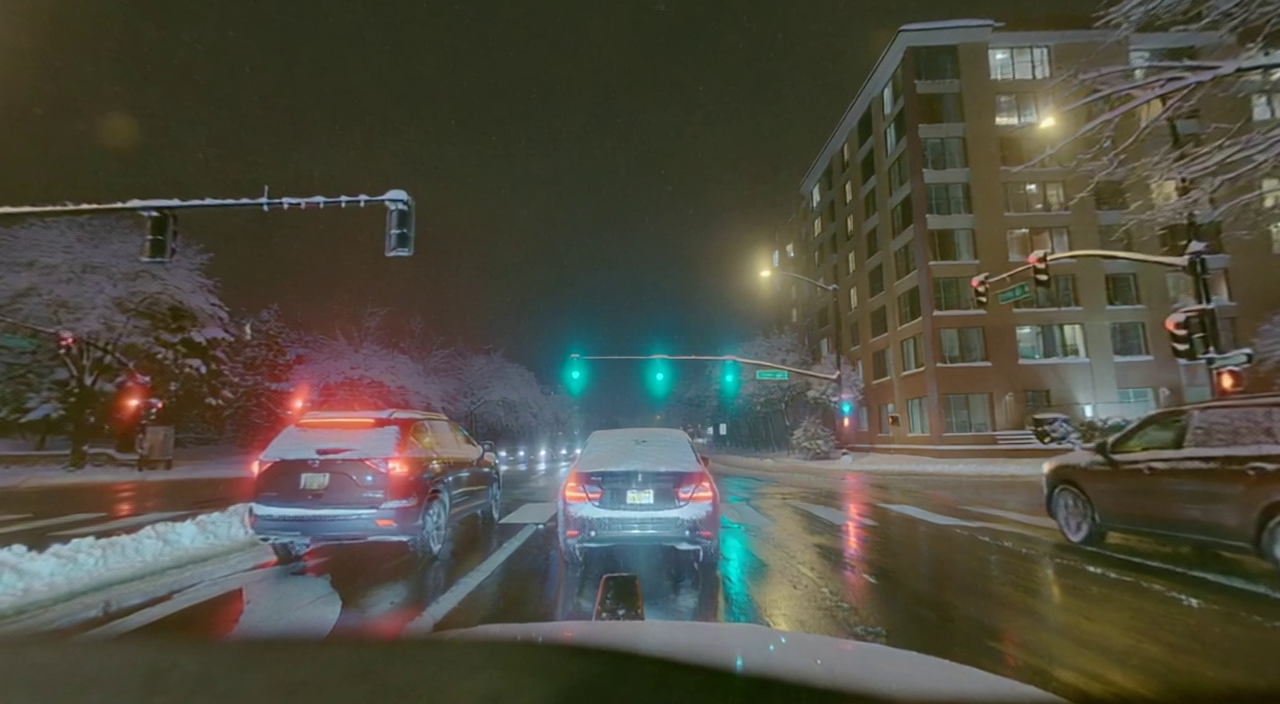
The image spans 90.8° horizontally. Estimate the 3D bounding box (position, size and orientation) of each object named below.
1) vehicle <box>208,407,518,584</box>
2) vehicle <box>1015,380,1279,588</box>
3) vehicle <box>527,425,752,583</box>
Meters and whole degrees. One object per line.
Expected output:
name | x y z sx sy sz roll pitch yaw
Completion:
vehicle | -3.161 1.734 8.490 2.081 1.719 4.434 0 -8 1
vehicle | 6.733 1.359 6.856 2.079 1.828 5.323 0 -8 1
vehicle | 0.010 1.777 8.176 2.190 1.522 3.850 0 -8 1
